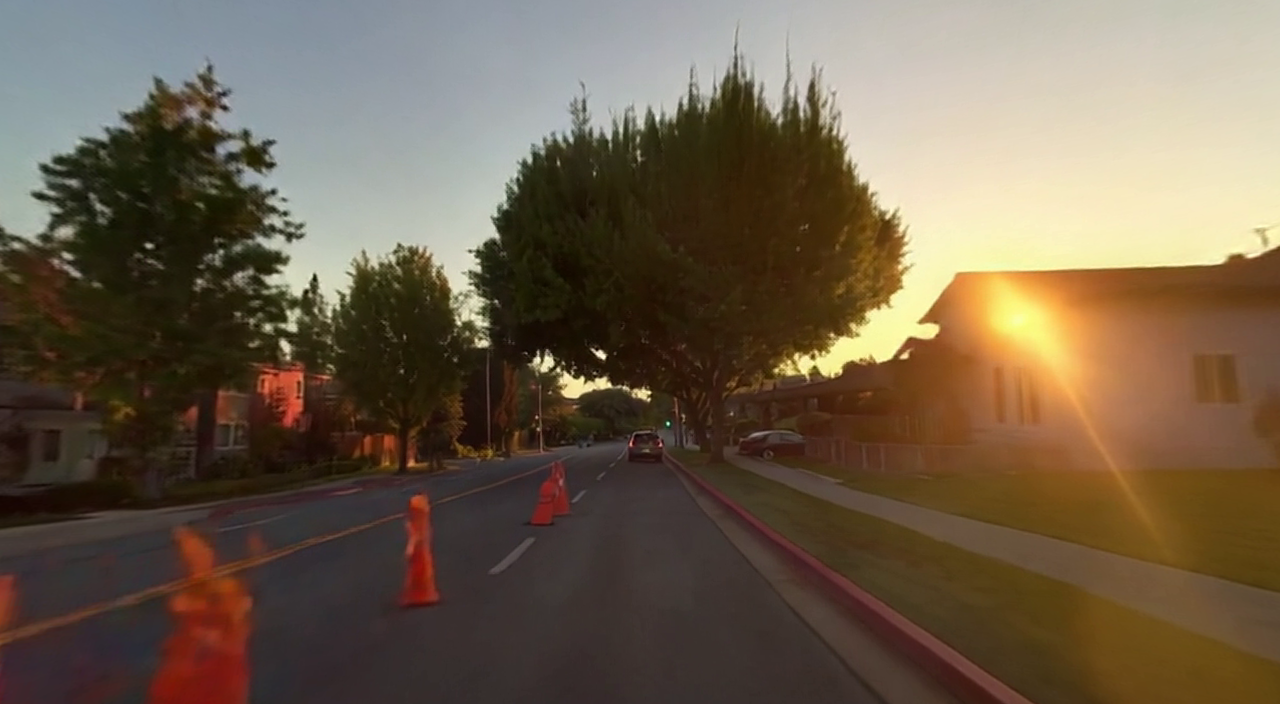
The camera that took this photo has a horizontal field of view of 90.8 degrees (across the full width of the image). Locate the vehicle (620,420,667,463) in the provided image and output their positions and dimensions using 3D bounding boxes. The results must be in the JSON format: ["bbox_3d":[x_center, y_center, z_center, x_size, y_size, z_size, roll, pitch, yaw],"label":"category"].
[{"bbox_3d":[0.096,4.634,32.812,2.169,2.015,5.206,1,-8,-2],"label":"vehicle"}]

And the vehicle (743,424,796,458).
[{"bbox_3d":[9.523,6.719,47.113,2.253,2.306,6.753,1,-9,-2],"label":"vehicle"}]

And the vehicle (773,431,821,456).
[{"bbox_3d":[10.415,6.078,42.053,1.698,1.548,2.969,5,-9,-20],"label":"vehicle"}]
